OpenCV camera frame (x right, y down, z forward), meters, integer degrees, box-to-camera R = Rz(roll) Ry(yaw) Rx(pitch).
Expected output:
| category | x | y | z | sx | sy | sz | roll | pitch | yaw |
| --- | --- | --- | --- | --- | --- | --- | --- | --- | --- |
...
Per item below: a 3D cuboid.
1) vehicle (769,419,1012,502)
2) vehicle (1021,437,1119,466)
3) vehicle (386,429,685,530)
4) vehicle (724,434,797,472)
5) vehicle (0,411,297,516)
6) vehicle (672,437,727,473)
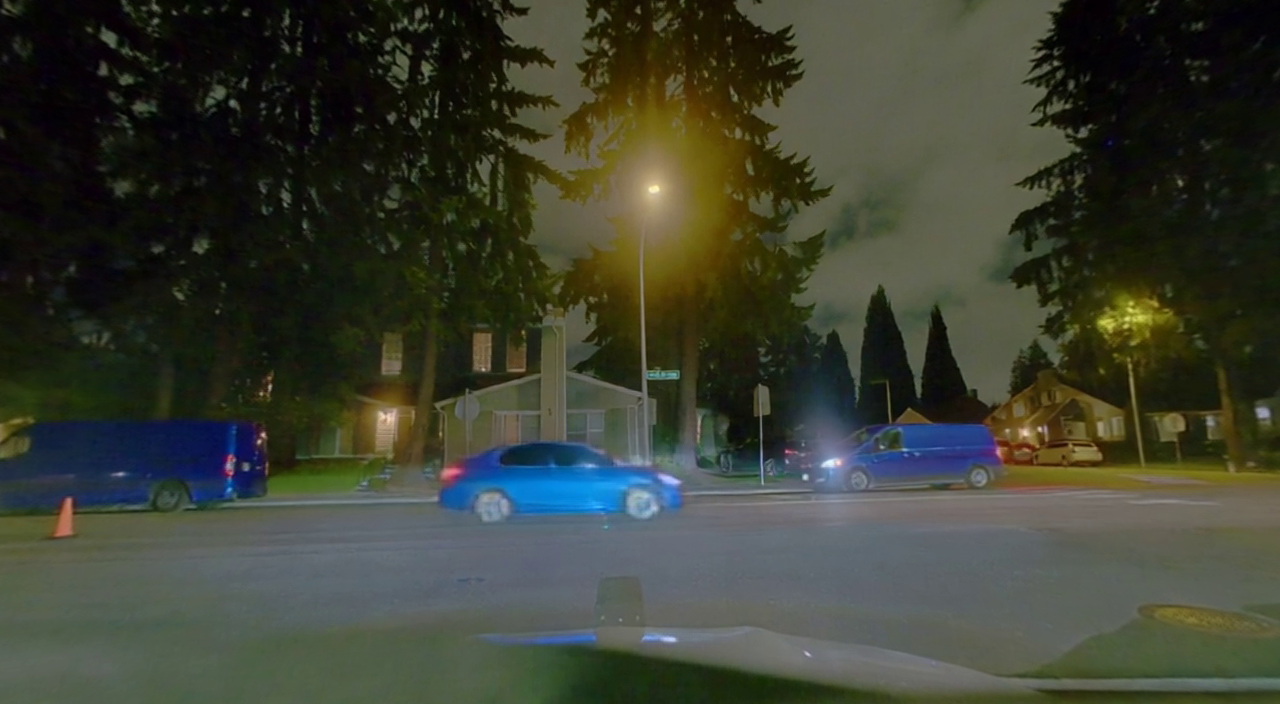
| category | x | y | z | sx | sy | sz | roll | pitch | yaw |
| --- | --- | --- | --- | --- | --- | --- | --- | --- | --- |
| vehicle | 5.968 | 2.621 | 15.492 | 5.047 | 1.851 | 2.103 | 1 | -9 | -6 |
| vehicle | 22.657 | 5.255 | 33.375 | 3.863 | 1.453 | 1.826 | 1 | -8 | -4 |
| vehicle | -1.674 | 2.171 | 11.107 | 4.684 | 1.556 | 2.087 | 0 | -8 | -3 |
| vehicle | 5.275 | 4.498 | 28.301 | 2.007 | 1.555 | 4.204 | 1 | -9 | -7 |
| vehicle | -14.135 | 3.079 | 17.223 | 7.824 | 2.323 | 2.863 | -2 | -10 | -3 |
| vehicle | 2.577 | 4.582 | 28.318 | 1.745 | 1.461 | 4.074 | 1 | -9 | -5 |
